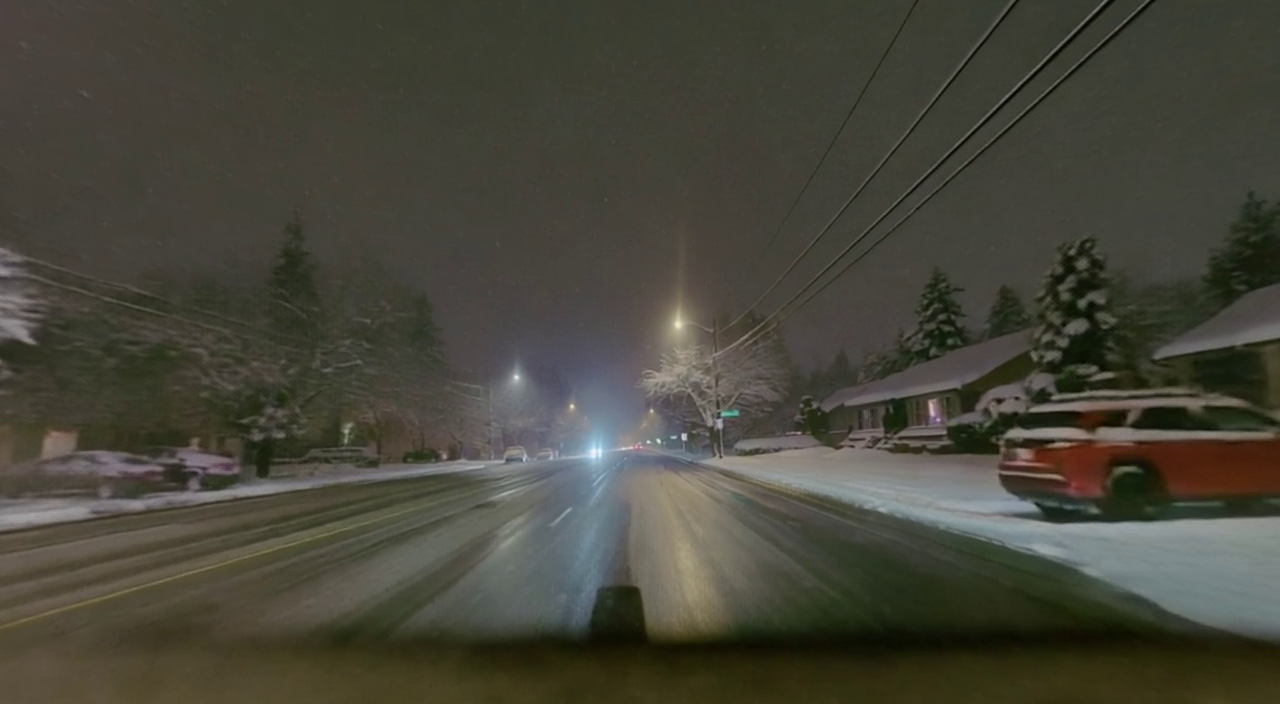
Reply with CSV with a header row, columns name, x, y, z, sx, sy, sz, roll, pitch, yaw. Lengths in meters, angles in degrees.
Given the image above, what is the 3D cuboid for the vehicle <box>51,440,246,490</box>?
name,x,y,z,sx,sy,sz,roll,pitch,yaw
vehicle,-21.333,4.906,27.828,6.005,2.000,2.870,1,-7,-9

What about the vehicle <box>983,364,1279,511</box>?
name,x,y,z,sx,sy,sz,roll,pitch,yaw
vehicle,9.277,1.435,10.298,5.933,2.038,2.382,1,-9,2

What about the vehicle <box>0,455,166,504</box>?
name,x,y,z,sx,sy,sz,roll,pitch,yaw
vehicle,-19.039,4.278,21.524,4.450,1.409,1.990,6,-11,-39
